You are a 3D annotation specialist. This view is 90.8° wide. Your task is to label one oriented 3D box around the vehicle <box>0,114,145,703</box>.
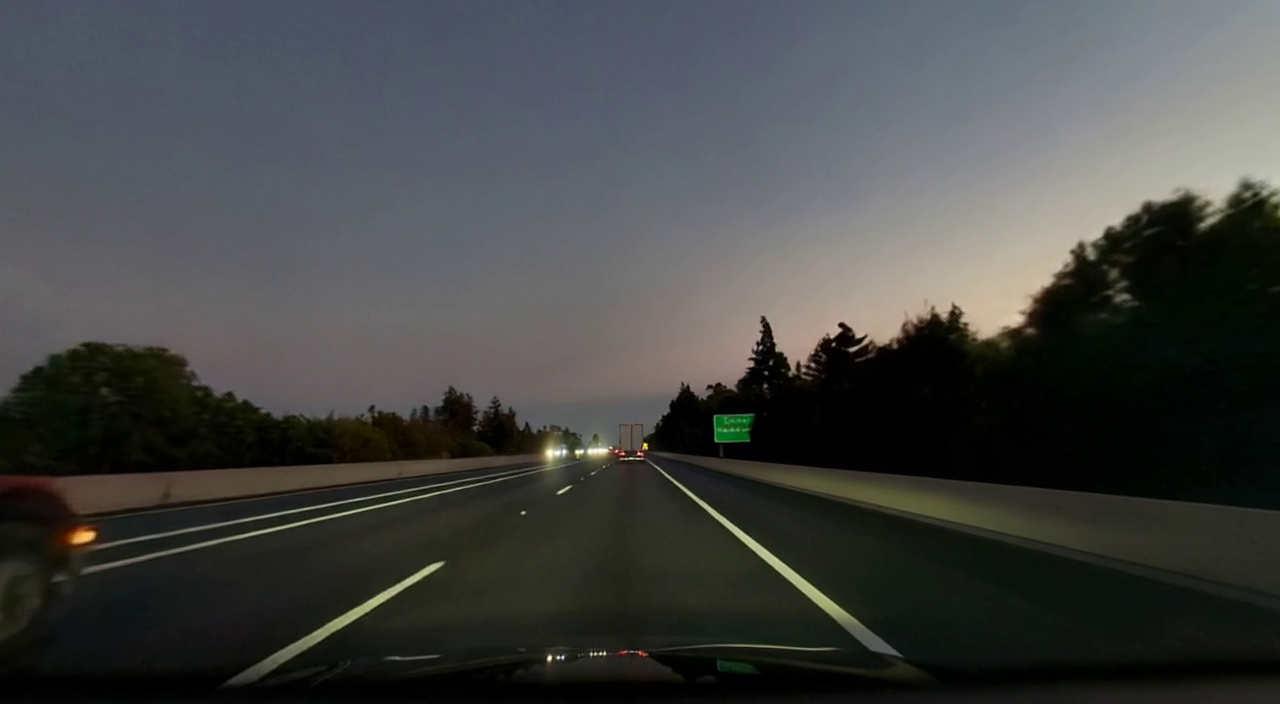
[{"bbox_3d":[-4.204,-0.086,0.514,2.368,2.813,6.329,0,-9,0],"label":"vehicle"}]
